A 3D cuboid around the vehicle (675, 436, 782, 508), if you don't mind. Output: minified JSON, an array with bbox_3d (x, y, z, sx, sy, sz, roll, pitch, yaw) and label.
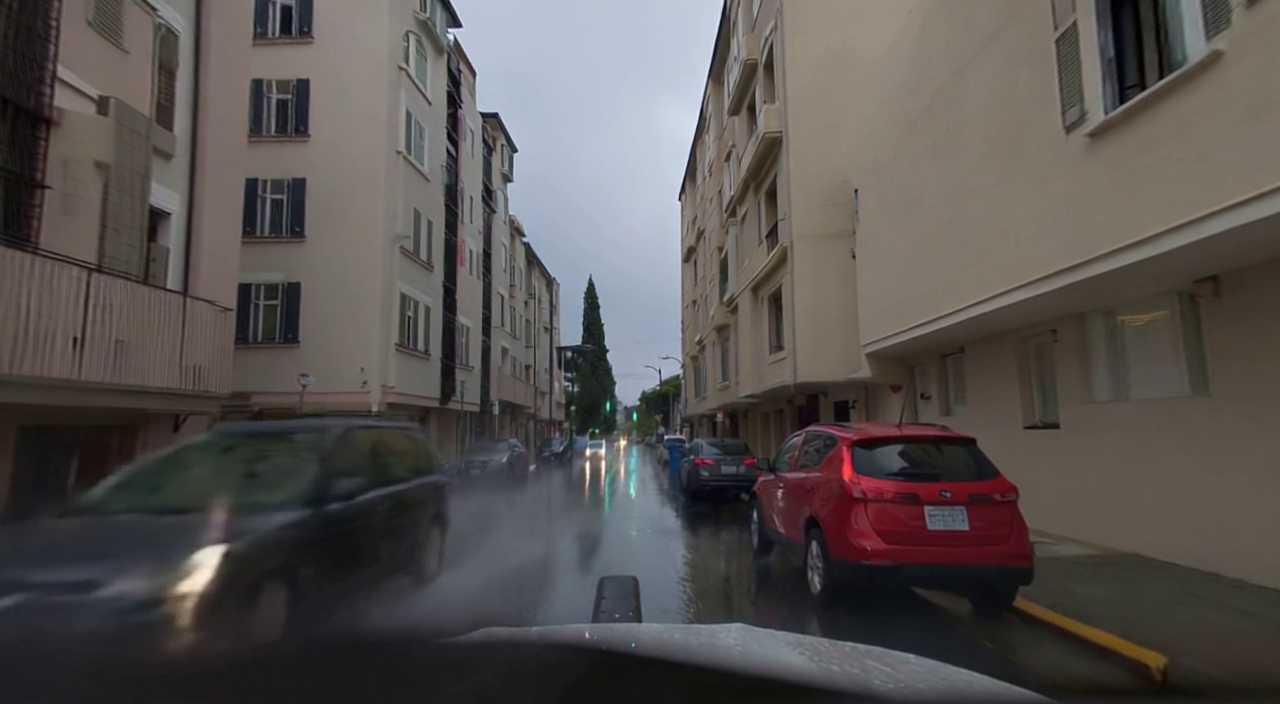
[{"bbox_3d":[1.954,2.771,15.184,1.786,1.447,4.314,0,-8,-2],"label":"vehicle"}]

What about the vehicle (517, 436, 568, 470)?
[{"bbox_3d":[-4.881,5.148,32.129,1.872,1.484,3.978,5,-9,0],"label":"vehicle"}]

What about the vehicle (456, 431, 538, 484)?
[{"bbox_3d":[-4.921,3.719,22.300,1.942,1.521,3.761,5,-9,0],"label":"vehicle"}]

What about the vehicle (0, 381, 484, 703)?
[{"bbox_3d":[-2.522,1.122,4.230,1.845,1.544,3.388,-1,-8,4],"label":"vehicle"}]

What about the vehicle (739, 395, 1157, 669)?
[{"bbox_3d":[2.229,1.378,5.932,1.839,1.678,3.918,0,-8,-2],"label":"vehicle"}]
